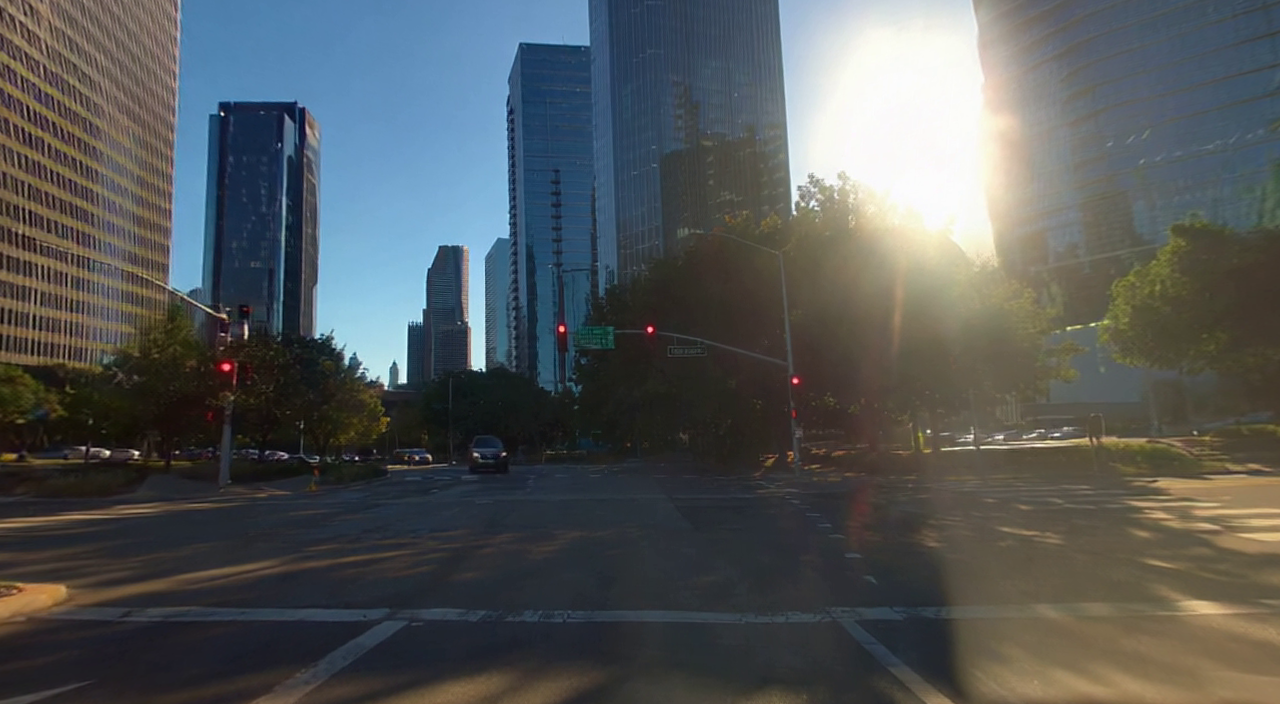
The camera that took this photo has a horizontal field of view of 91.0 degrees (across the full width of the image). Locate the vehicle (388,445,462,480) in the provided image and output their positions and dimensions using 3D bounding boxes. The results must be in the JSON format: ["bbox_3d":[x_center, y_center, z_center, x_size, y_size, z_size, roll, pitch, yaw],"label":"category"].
[{"bbox_3d":[-11.649,5.994,34.459,2.069,1.771,4.947,0,-9,3],"label":"vehicle"}]
